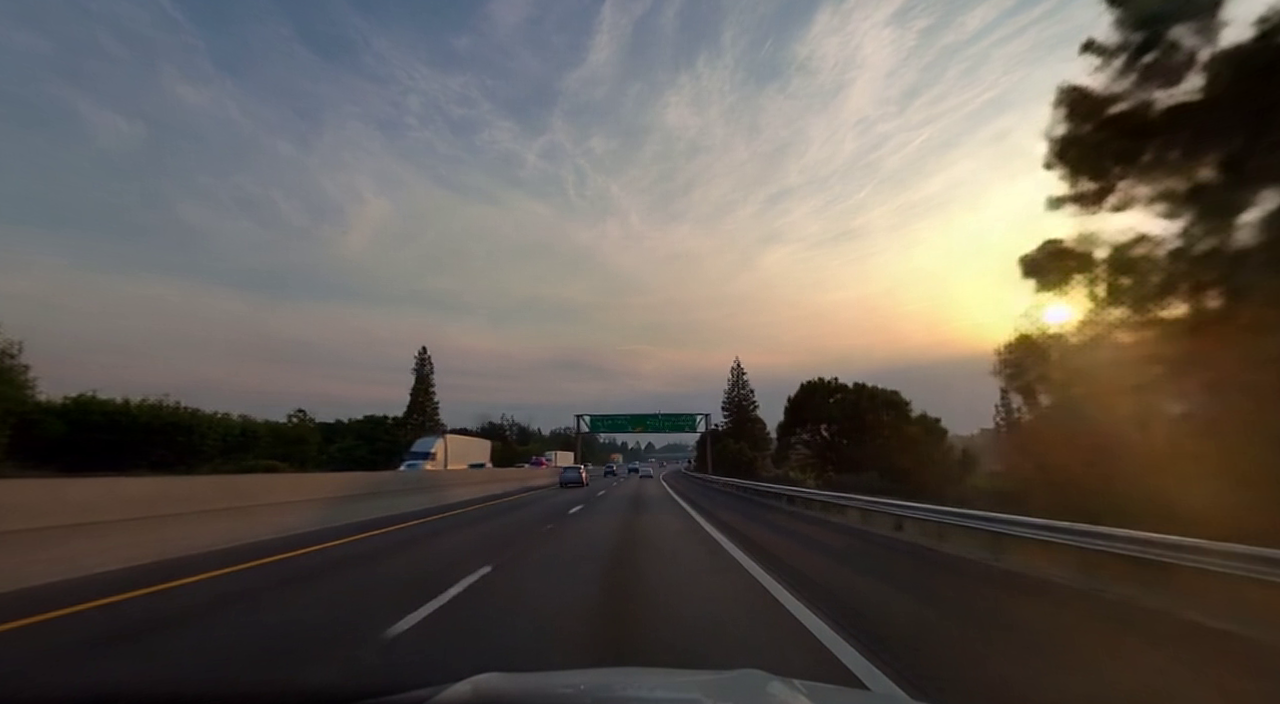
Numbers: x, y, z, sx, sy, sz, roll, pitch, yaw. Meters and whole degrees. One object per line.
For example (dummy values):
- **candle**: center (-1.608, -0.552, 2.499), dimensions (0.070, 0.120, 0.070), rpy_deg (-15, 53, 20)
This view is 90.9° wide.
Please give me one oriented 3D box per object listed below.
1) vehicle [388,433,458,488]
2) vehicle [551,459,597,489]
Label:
- **vehicle**: center (-16.703, 8.444, 48.914), dimensions (3.027, 3.952, 5.790), rpy_deg (1, -11, 2)
- **vehicle**: center (-4.041, 7.629, 39.371), dimensions (2.160, 1.721, 4.368), rpy_deg (0, -11, 2)
